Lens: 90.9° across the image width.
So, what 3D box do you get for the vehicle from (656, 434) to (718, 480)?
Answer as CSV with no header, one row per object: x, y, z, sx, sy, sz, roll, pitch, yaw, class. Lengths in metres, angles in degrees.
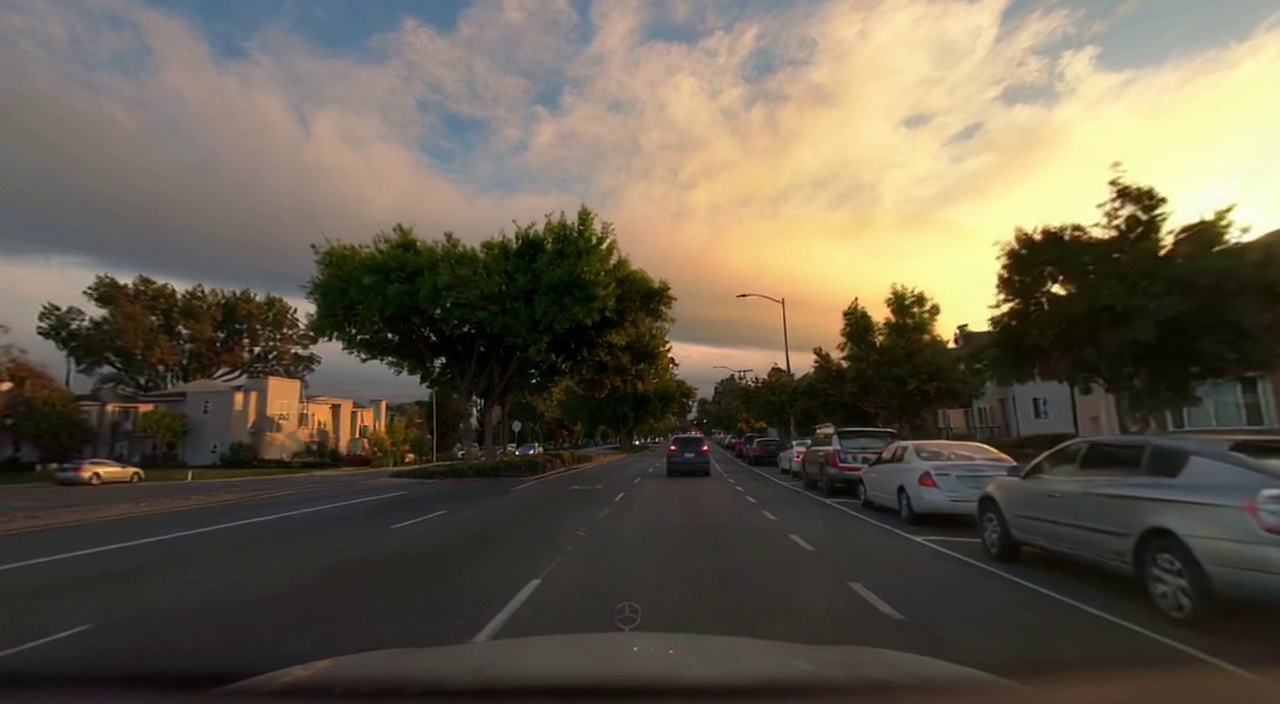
1.672,3.754,22.783,2.011,1.480,4.170,-1,-8,4,vehicle

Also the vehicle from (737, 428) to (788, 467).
6.160,4.872,32.156,2.018,1.813,4.701,-1,-8,5,vehicle

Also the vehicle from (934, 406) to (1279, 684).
4.498,1.342,5.427,1.839,1.498,4.751,-1,-8,3,vehicle

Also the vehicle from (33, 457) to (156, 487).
-29.079,6.396,33.709,4.591,1.468,1.805,1,-8,-8,vehicle
